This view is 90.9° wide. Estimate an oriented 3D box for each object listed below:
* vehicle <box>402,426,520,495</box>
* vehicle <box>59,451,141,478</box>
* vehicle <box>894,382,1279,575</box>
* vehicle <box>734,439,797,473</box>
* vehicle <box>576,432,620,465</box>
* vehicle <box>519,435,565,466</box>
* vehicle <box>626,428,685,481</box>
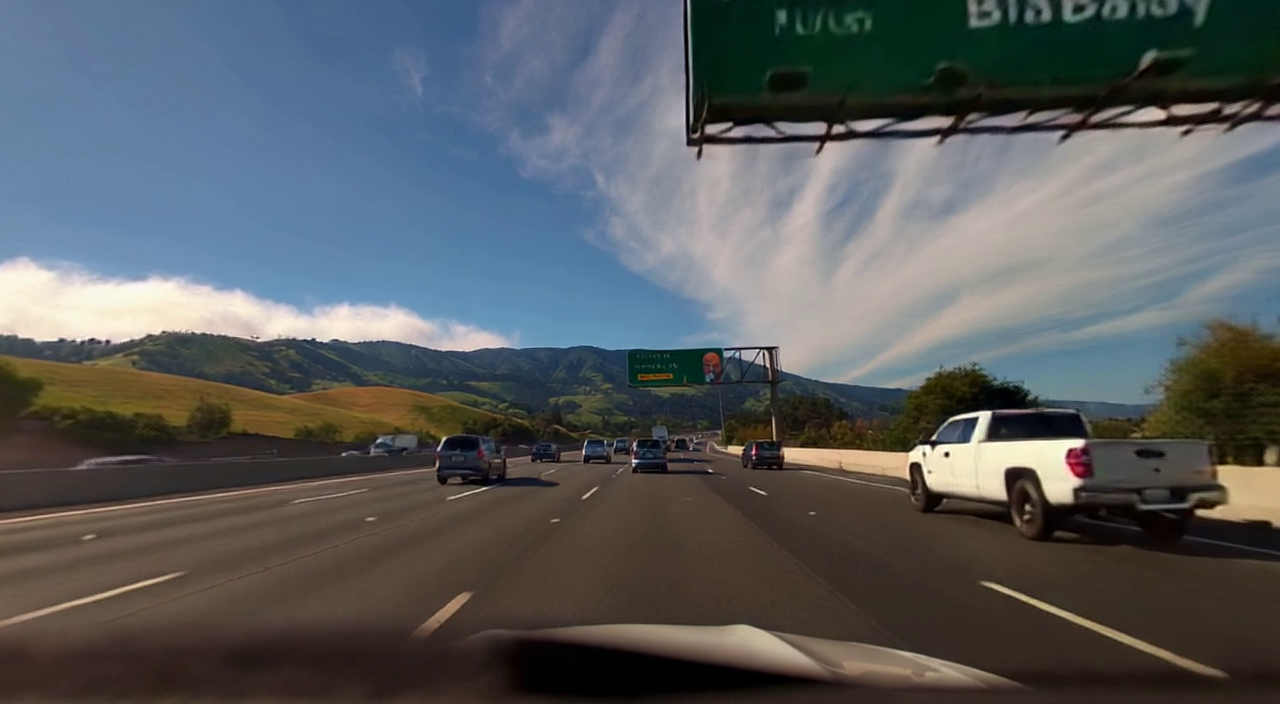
[{"bbox_3d":[-5.280,3.278,19.427,2.160,1.799,5.001,0,-8,0],"label":"vehicle"},{"bbox_3d":[-29.230,6.092,34.271,1.461,1.361,3.314,0,-8,1],"label":"vehicle"},{"bbox_3d":[5.499,1.571,8.535,2.029,1.859,4.669,0,-8,-1],"label":"vehicle"},{"bbox_3d":[5.736,4.815,29.386,1.998,1.456,4.338,0,-8,-1],"label":"vehicle"},{"bbox_3d":[-2.619,6.273,41.014,2.316,1.999,5.765,0,-8,1],"label":"vehicle"},{"bbox_3d":[-6.101,6.231,39.861,2.036,1.813,4.564,-1,-8,2],"label":"vehicle"},{"bbox_3d":[0.556,3.844,23.854,2.052,1.808,3.898,0,-8,1],"label":"vehicle"}]
